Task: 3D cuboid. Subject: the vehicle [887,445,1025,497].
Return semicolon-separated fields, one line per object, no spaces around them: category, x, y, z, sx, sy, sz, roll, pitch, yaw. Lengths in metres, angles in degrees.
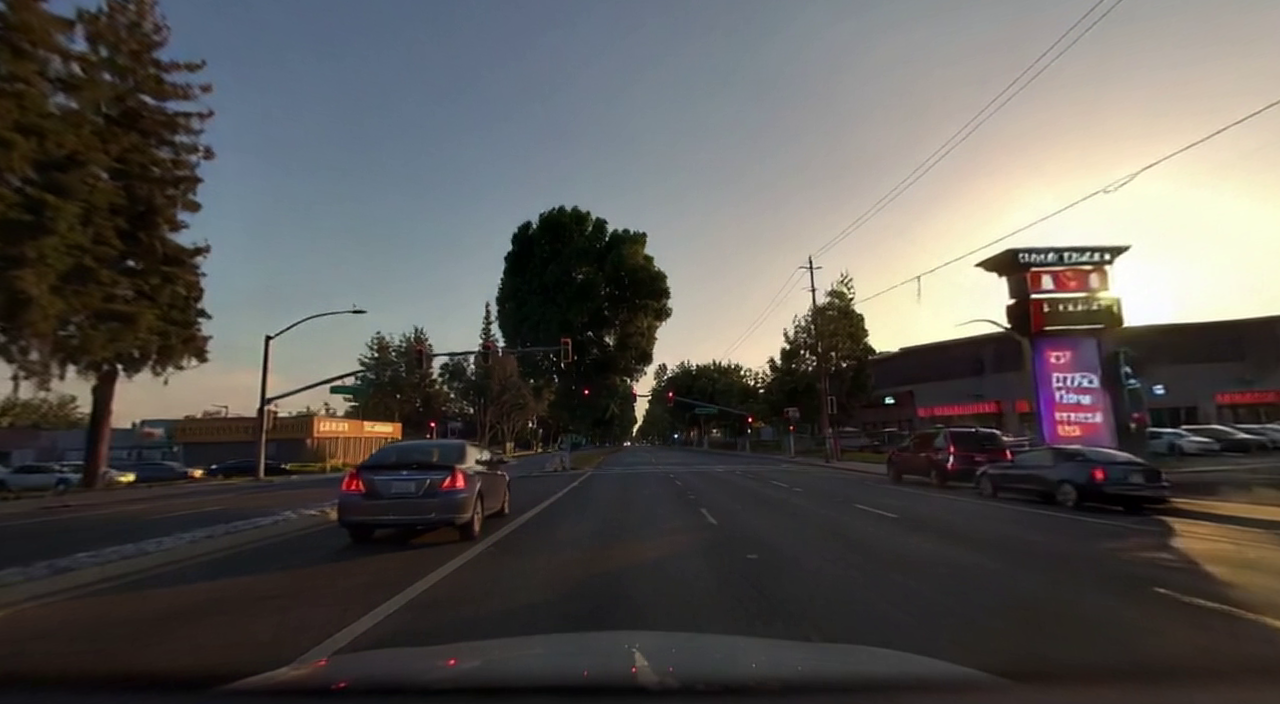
vehicle;10.152;3.812;20.826;1.987;1.487;4.753;0;-8;-2

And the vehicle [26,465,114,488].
vehicle;-41.178;8.989;45.711;4.468;1.458;1.985;0;-8;1

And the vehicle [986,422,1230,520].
vehicle;10.337;2.646;14.586;1.998;1.862;4.658;0;-8;0

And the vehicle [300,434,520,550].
vehicle;-3.372;2.120;10.269;2.185;1.473;3.925;0;-8;-2
